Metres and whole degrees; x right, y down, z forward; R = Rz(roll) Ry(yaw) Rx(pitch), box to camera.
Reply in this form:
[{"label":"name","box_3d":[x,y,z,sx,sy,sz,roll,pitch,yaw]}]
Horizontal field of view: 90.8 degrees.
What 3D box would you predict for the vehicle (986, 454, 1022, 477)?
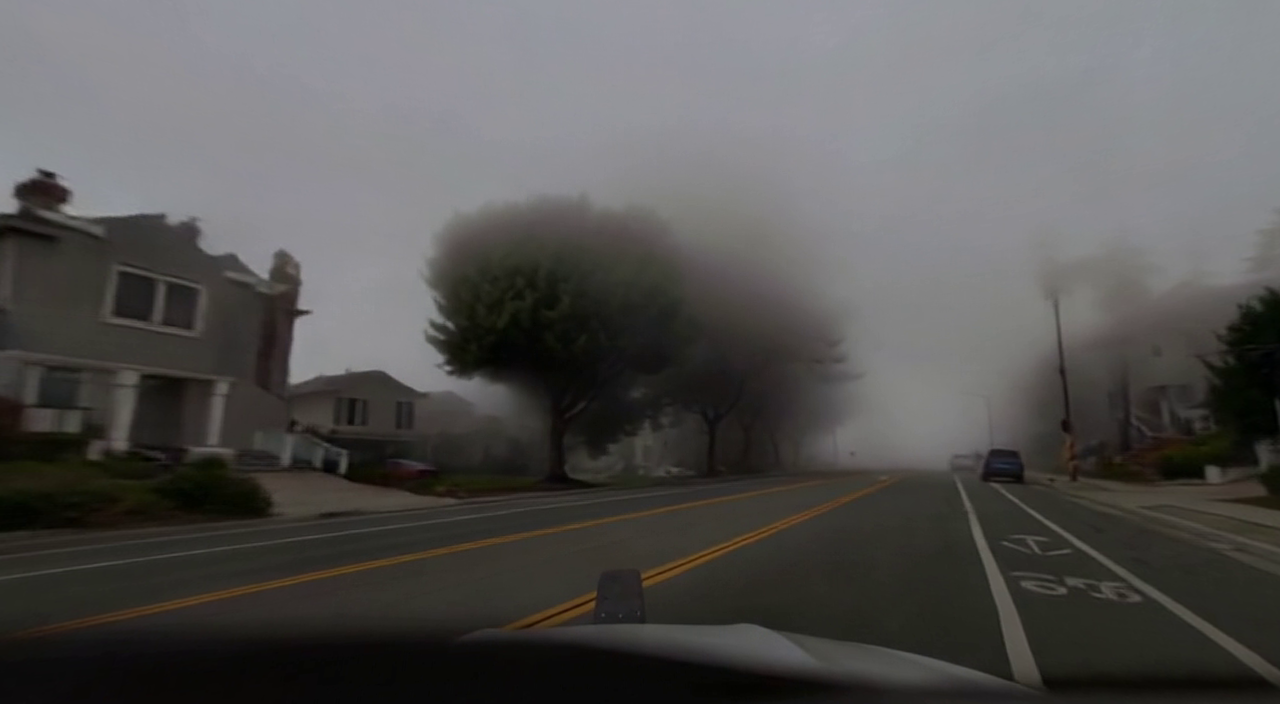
[{"label":"vehicle","box_3d":[27.544,8.593,47.900,1.971,1.558,4.895,-3,-10,26]}]
